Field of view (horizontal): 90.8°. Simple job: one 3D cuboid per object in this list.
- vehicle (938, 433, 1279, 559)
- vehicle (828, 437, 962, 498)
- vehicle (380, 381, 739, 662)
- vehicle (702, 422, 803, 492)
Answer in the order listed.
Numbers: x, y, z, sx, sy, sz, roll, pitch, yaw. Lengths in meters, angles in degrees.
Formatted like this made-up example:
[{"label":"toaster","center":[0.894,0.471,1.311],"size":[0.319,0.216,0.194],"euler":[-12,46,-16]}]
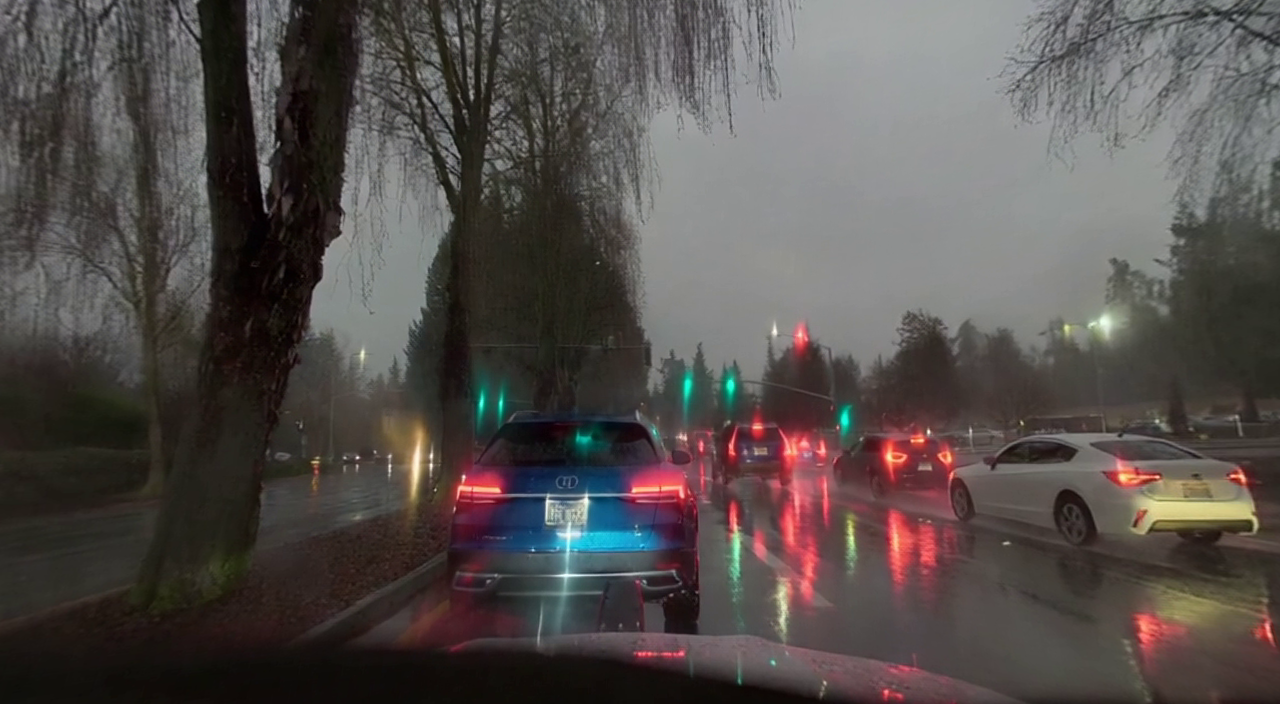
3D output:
[{"label":"vehicle","center":[6.595,2.010,9.638],"size":[1.894,1.445,4.565],"euler":[0,-9,0]},{"label":"vehicle","center":[6.958,3.189,17.815],"size":[1.890,1.489,4.415],"euler":[0,-9,-1]},{"label":"vehicle","center":[-0.435,1.351,6.093],"size":[2.201,1.709,4.271],"euler":[0,-9,2]},{"label":"vehicle","center":[3.361,3.274,19.941],"size":[2.200,1.909,4.853],"euler":[0,-9,-1]}]
